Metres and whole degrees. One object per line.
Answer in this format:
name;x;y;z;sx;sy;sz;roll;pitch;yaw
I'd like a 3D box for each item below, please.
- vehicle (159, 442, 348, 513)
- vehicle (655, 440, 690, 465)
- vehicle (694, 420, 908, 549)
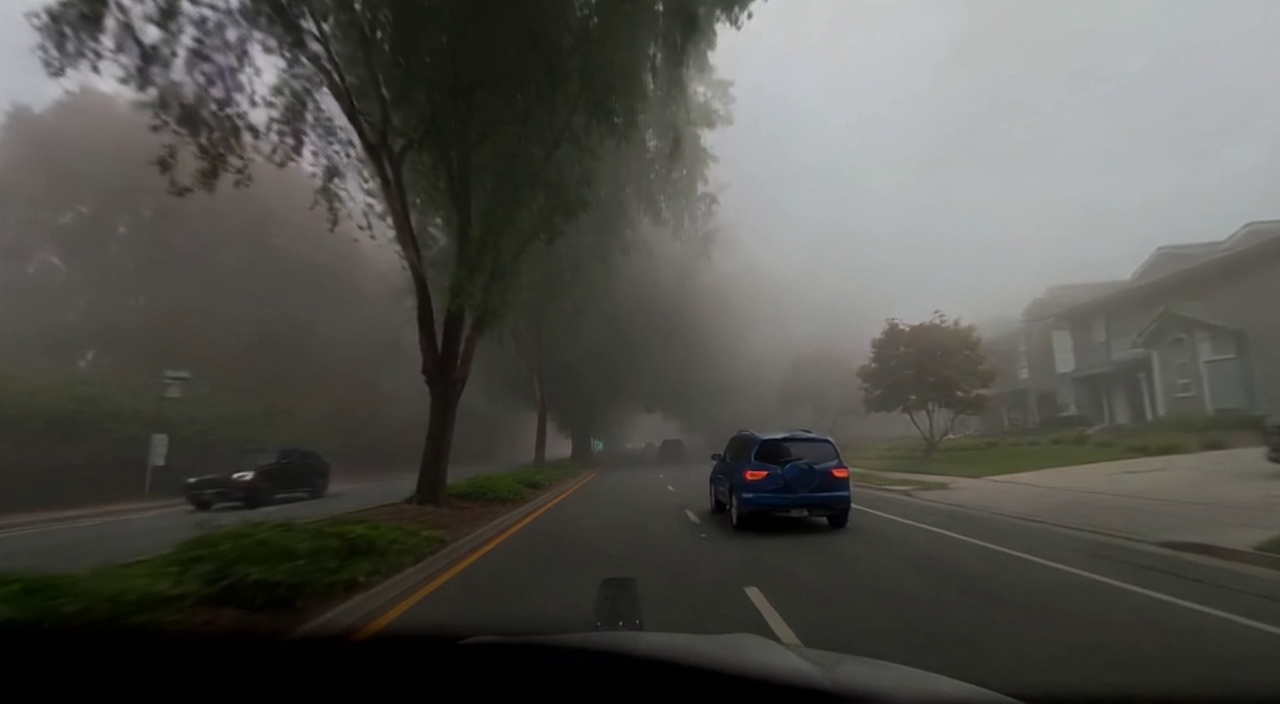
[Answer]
vehicle;-11.645;3.787;19.767;2.248;1.858;5.854;0;-9;0
vehicle;2.270;7.219;45.509;2.164;1.725;4.285;0;-9;-1
vehicle;2.230;2.003;10.260;2.066;1.603;4.475;0;-9;-3
